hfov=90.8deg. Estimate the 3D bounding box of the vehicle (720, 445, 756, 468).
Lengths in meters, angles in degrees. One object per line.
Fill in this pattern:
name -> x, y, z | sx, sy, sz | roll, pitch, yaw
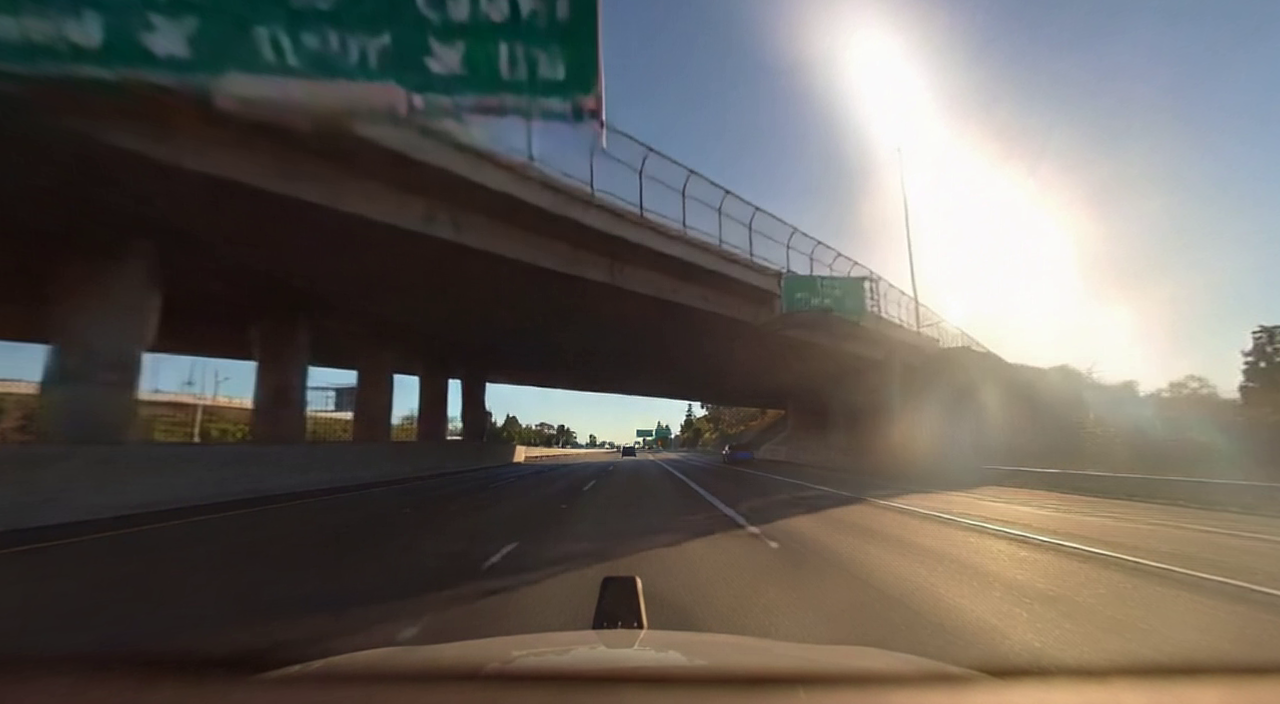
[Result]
vehicle -> 7.190, 7.672, 46.686 | 1.958, 1.498, 4.447 | 0, -7, 0
